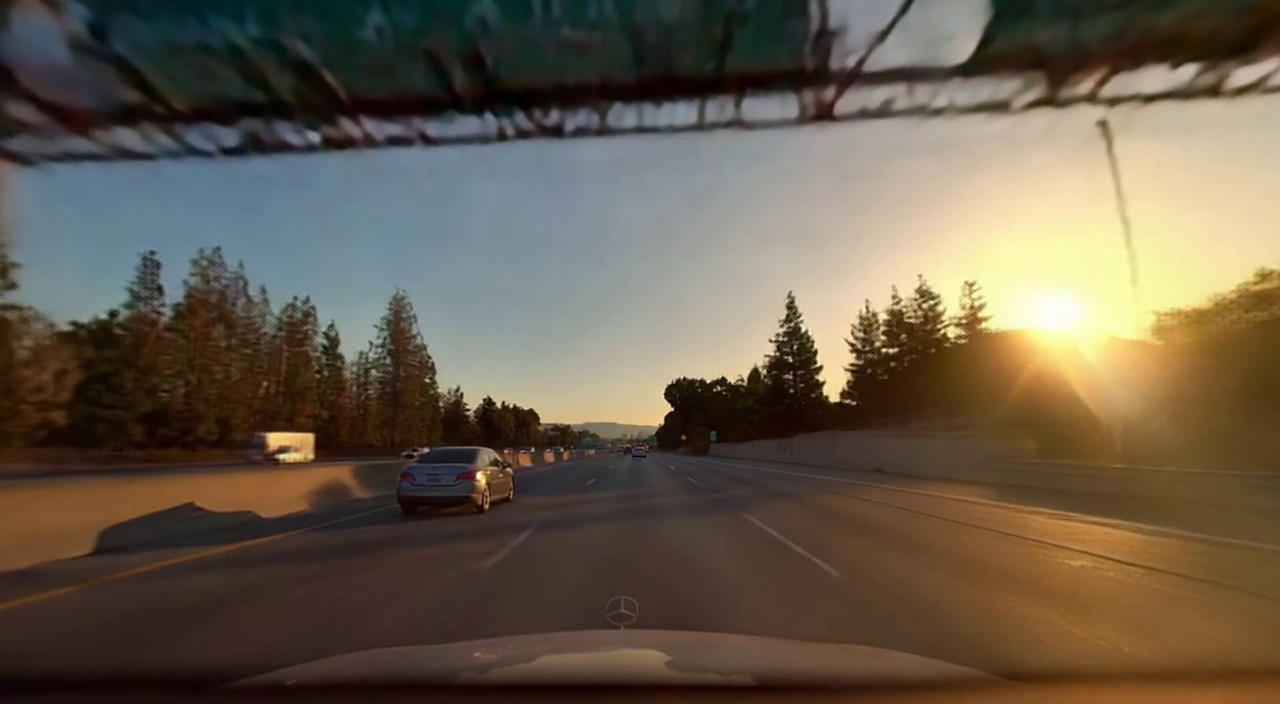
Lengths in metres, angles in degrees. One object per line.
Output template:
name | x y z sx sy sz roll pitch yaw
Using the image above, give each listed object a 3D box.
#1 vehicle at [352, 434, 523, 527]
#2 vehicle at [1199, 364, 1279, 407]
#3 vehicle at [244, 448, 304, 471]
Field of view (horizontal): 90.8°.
vehicle | -3.819 2.490 12.853 2.050 1.547 4.266 0 -8 0
vehicle | 31.389 1.717 31.817 2.014 1.774 4.550 1 -9 -5
vehicle | -28.447 8.346 49.268 1.895 1.645 4.647 0 -8 0
